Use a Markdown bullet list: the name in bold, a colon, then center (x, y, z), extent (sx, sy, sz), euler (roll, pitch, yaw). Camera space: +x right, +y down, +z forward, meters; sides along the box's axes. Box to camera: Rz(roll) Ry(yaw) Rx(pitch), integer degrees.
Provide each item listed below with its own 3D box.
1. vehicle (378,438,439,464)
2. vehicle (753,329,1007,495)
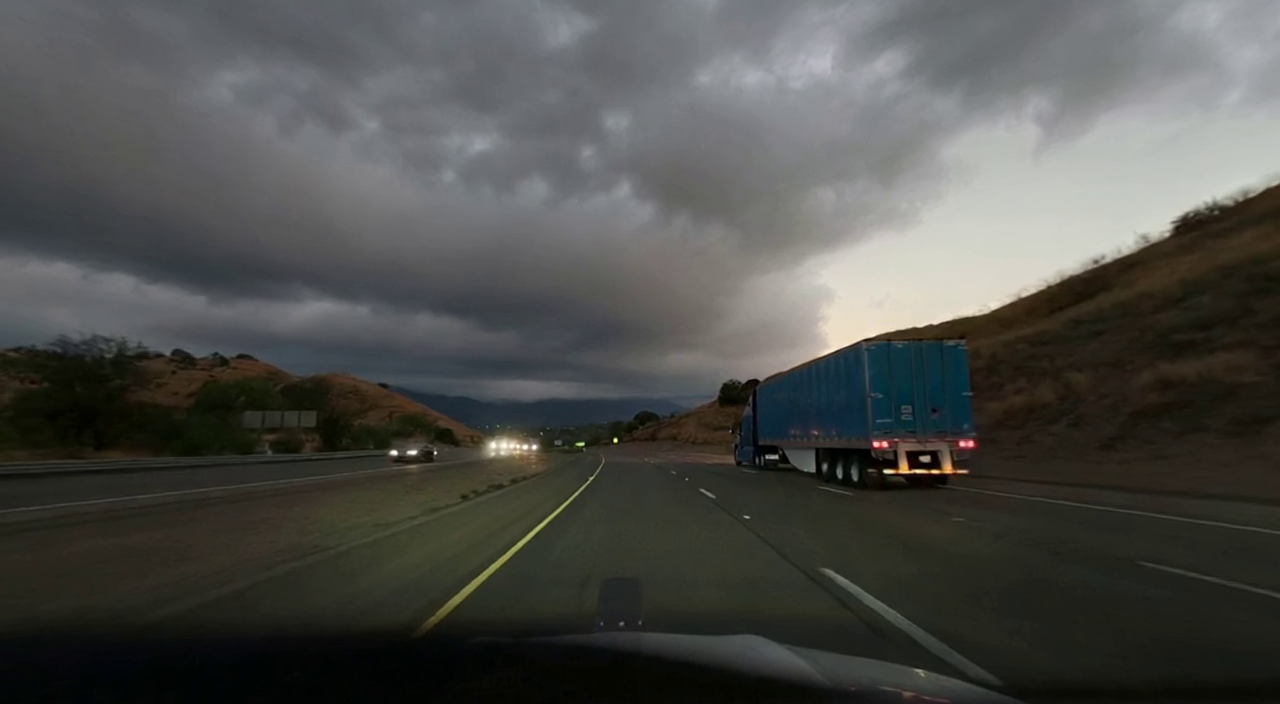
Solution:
- **vehicle**: center (-14.692, 6.324, 40.374), extent (2.060, 1.518, 5.101), euler (0, -8, -1)
- **vehicle**: center (7.482, 2.665, 24.065), extent (2.923, 4.182, 16.345), euler (0, -8, -1)
